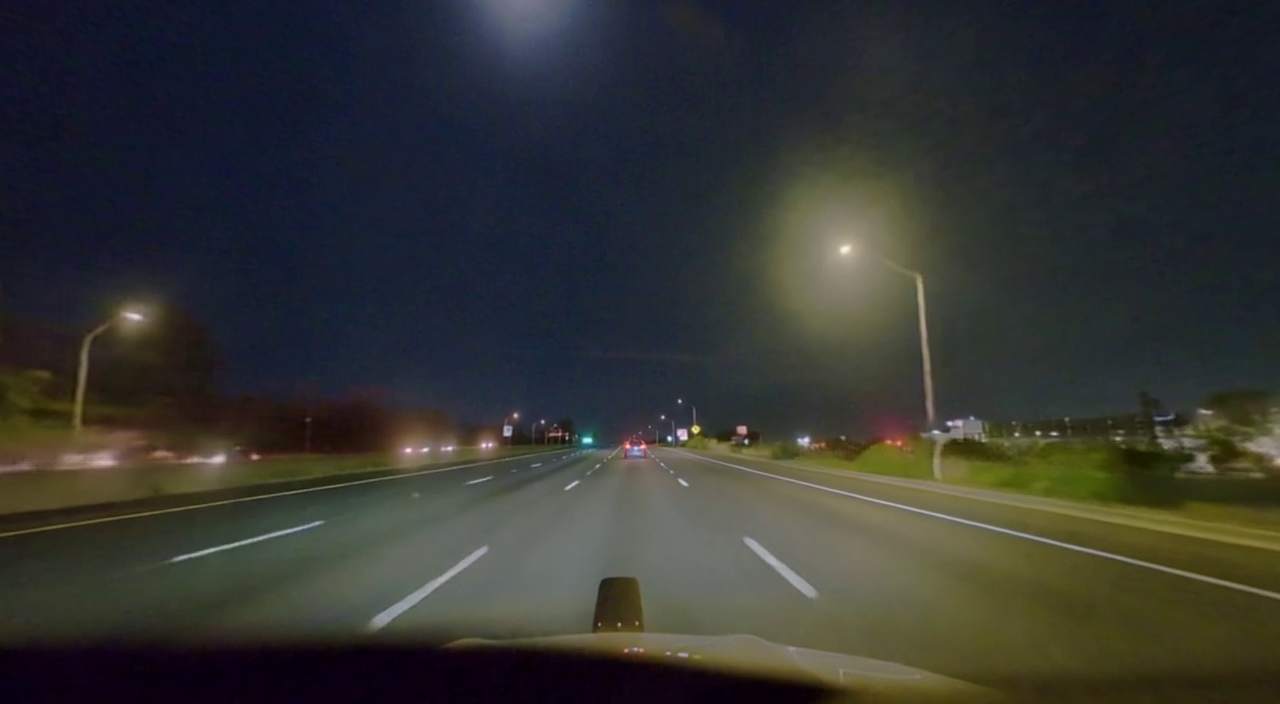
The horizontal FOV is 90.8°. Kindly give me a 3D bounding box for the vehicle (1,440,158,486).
[{"bbox_3d":[-21.599,4.269,24.668,1.947,1.606,4.533,0,-8,-1],"label":"vehicle"}]

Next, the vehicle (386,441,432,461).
[{"bbox_3d":[-17.875,7.689,49.153,1.974,1.513,4.348,0,-9,0],"label":"vehicle"}]

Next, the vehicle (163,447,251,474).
[{"bbox_3d":[-25.368,6.356,37.263,1.870,1.484,4.703,0,-8,0],"label":"vehicle"}]

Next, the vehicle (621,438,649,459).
[{"bbox_3d":[-0.364,7.165,47.028,2.025,1.460,4.189,0,-8,0],"label":"vehicle"}]
